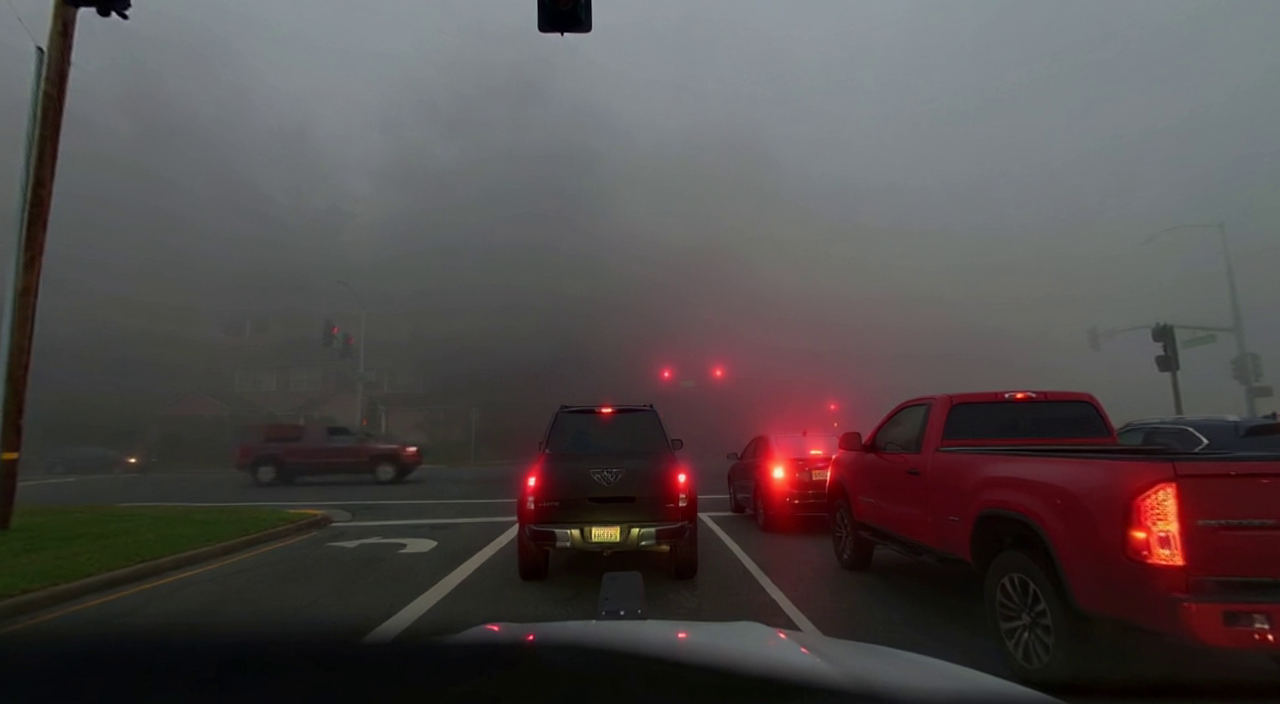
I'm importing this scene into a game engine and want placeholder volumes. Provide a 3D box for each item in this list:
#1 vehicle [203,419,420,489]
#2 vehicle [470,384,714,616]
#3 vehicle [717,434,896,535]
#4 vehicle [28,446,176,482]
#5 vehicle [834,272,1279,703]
[{"bbox_3d":[-11.385,3.580,22.457,6.403,2.287,2.039,1,-8,-10],"label":"vehicle"},{"bbox_3d":[-0.256,1.394,6.700,1.915,1.780,3.379,-1,-8,4],"label":"vehicle"},{"bbox_3d":[2.710,2.266,11.524,1.952,1.465,4.421,0,-8,-2],"label":"vehicle"},{"bbox_3d":[-22.925,4.769,27.085,4.533,1.350,1.714,0,-7,-8],"label":"vehicle"},{"bbox_3d":[2.973,0.948,3.895,1.886,1.849,5.070,0,-8,-1],"label":"vehicle"}]
